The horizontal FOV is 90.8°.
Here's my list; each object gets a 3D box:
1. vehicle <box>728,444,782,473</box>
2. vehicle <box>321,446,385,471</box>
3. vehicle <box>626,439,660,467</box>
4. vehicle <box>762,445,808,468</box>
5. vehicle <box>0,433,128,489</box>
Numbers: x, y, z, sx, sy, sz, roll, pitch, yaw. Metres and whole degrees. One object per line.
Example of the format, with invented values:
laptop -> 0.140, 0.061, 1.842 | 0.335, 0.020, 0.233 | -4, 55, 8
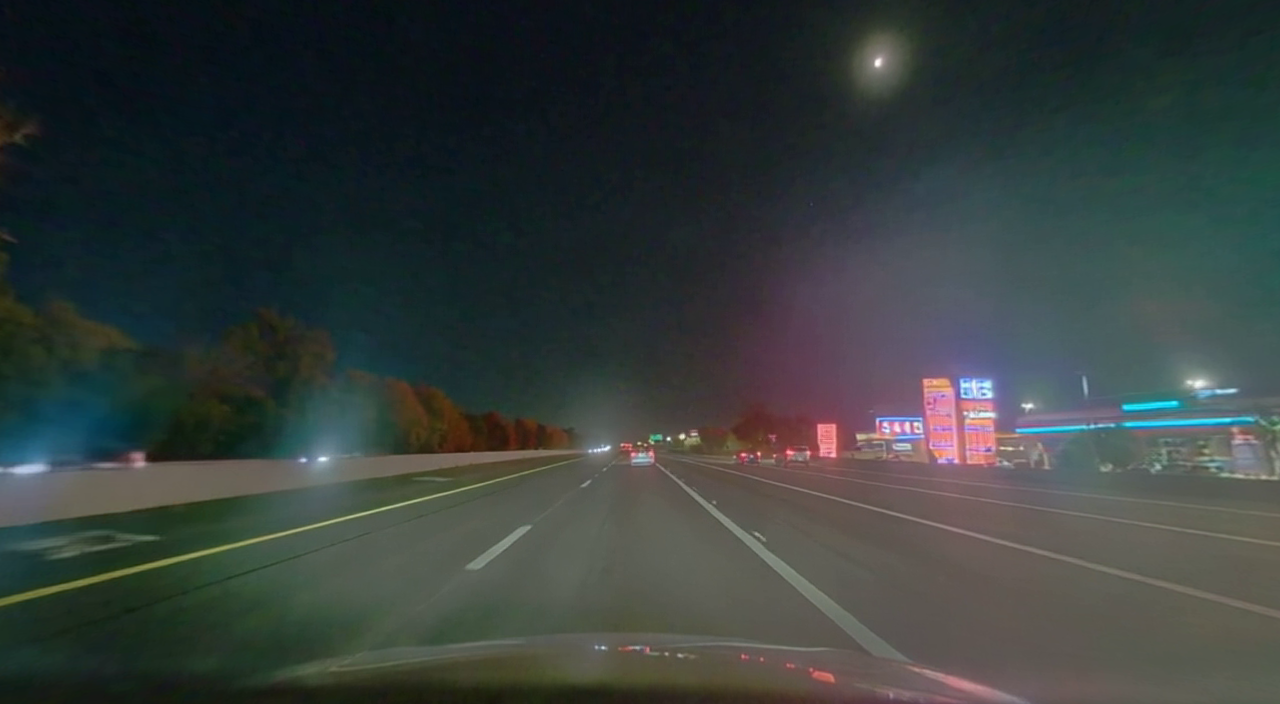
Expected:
vehicle -> 6.177, 5.779, 34.527 | 1.976, 1.477, 4.448 | 0, -9, -2
vehicle -> -18.361, 6.789, 40.672 | 1.995, 1.499, 4.699 | 0, -9, -1
vehicle -> 0.162, 6.895, 43.154 | 2.154, 1.786, 5.045 | 0, -9, -2
vehicle -> 10.029, 7.230, 43.970 | 1.953, 1.473, 4.512 | 0, -9, -2
vehicle -> -21.590, 3.891, 22.861 | 2.007, 1.811, 4.925 | 0, -9, -1
